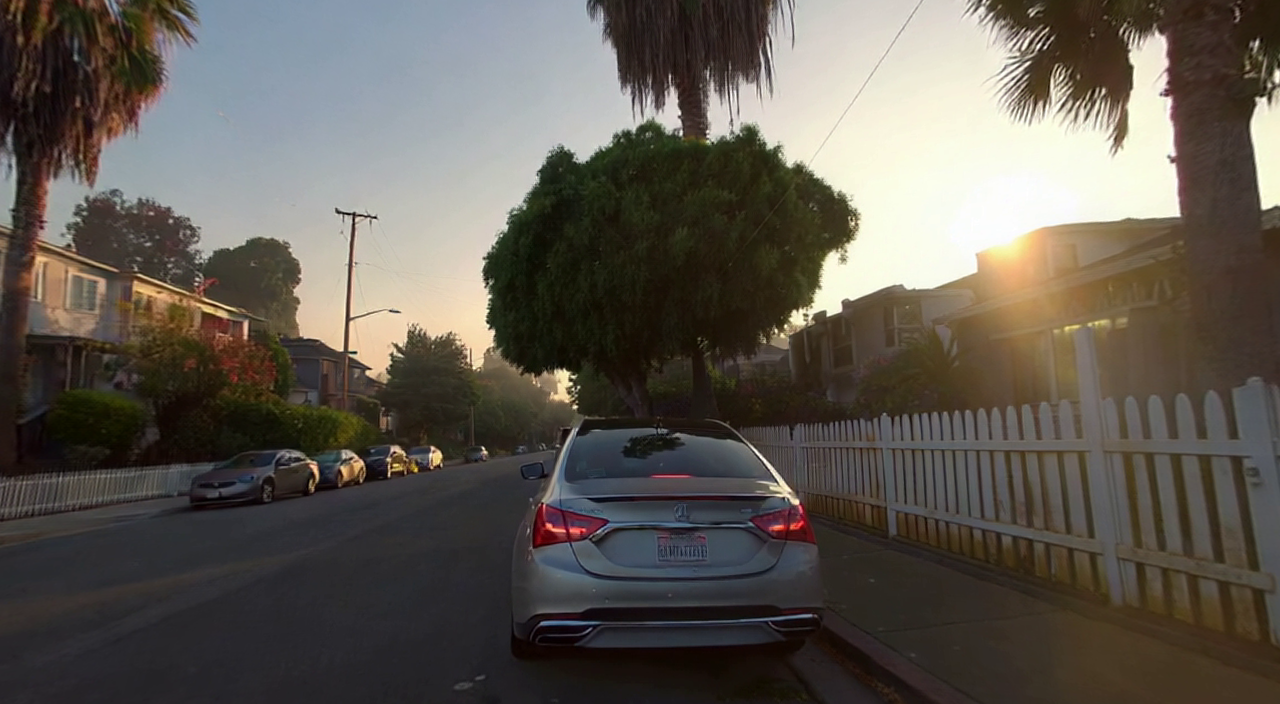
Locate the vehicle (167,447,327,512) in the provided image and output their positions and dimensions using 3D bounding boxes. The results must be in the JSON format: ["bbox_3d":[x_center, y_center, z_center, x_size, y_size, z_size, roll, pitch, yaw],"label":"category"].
[{"bbox_3d":[-11.398,3.660,18.795,2.017,1.627,5.039,1,-8,-7],"label":"vehicle"}]

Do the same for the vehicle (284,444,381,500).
[{"bbox_3d":[-12.158,4.705,25.257,2.048,1.485,4.757,-4,-4,-8],"label":"vehicle"}]

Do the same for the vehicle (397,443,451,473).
[{"bbox_3d":[-13.180,6.461,38.720,2.060,1.689,4.999,1,-8,-7],"label":"vehicle"}]

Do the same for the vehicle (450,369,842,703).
[{"bbox_3d":[-0.128,1.213,5.003,1.894,1.695,3.795,1,-8,-5],"label":"vehicle"}]
